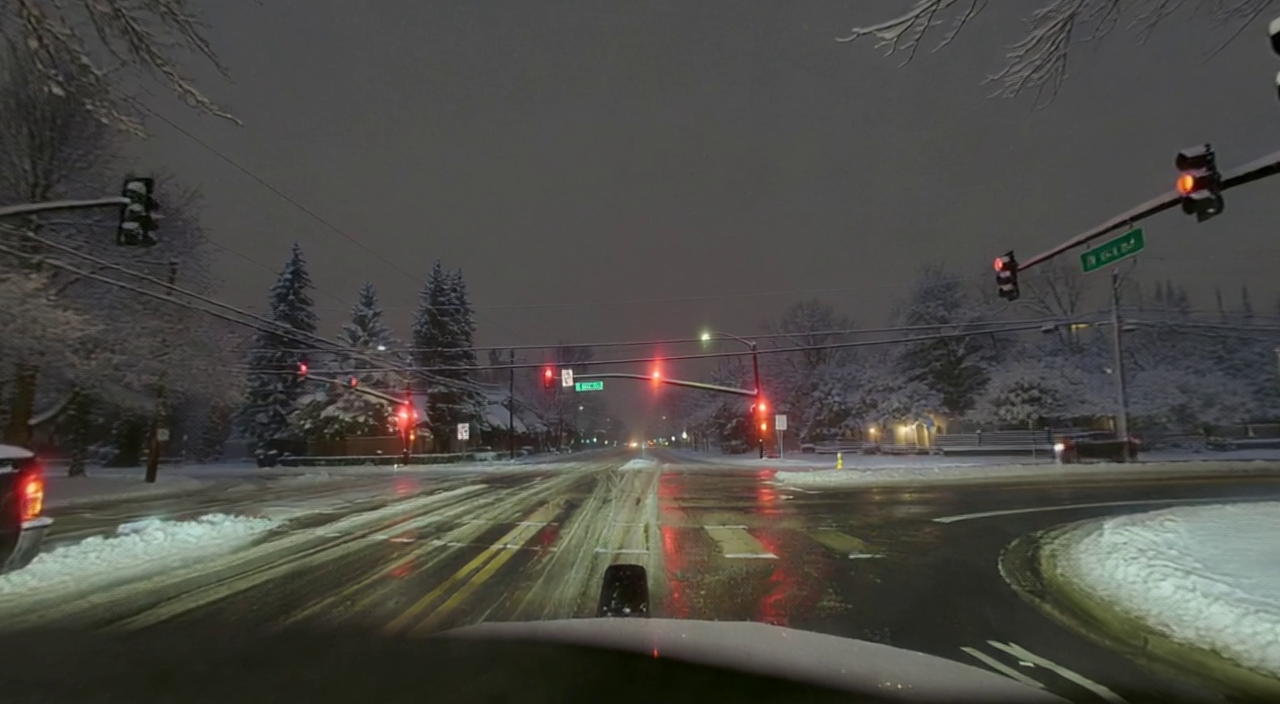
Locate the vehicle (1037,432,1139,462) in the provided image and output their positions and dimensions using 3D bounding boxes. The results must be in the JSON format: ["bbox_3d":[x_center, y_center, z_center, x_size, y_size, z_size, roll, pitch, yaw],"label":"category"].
[{"bbox_3d":[23.165,4.929,32.768,3.952,1.468,1.768,-3,-9,22],"label":"vehicle"}]

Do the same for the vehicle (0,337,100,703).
[{"bbox_3d":[-3.264,0.524,0.404,1.954,1.689,4.347,0,-8,0],"label":"vehicle"}]
